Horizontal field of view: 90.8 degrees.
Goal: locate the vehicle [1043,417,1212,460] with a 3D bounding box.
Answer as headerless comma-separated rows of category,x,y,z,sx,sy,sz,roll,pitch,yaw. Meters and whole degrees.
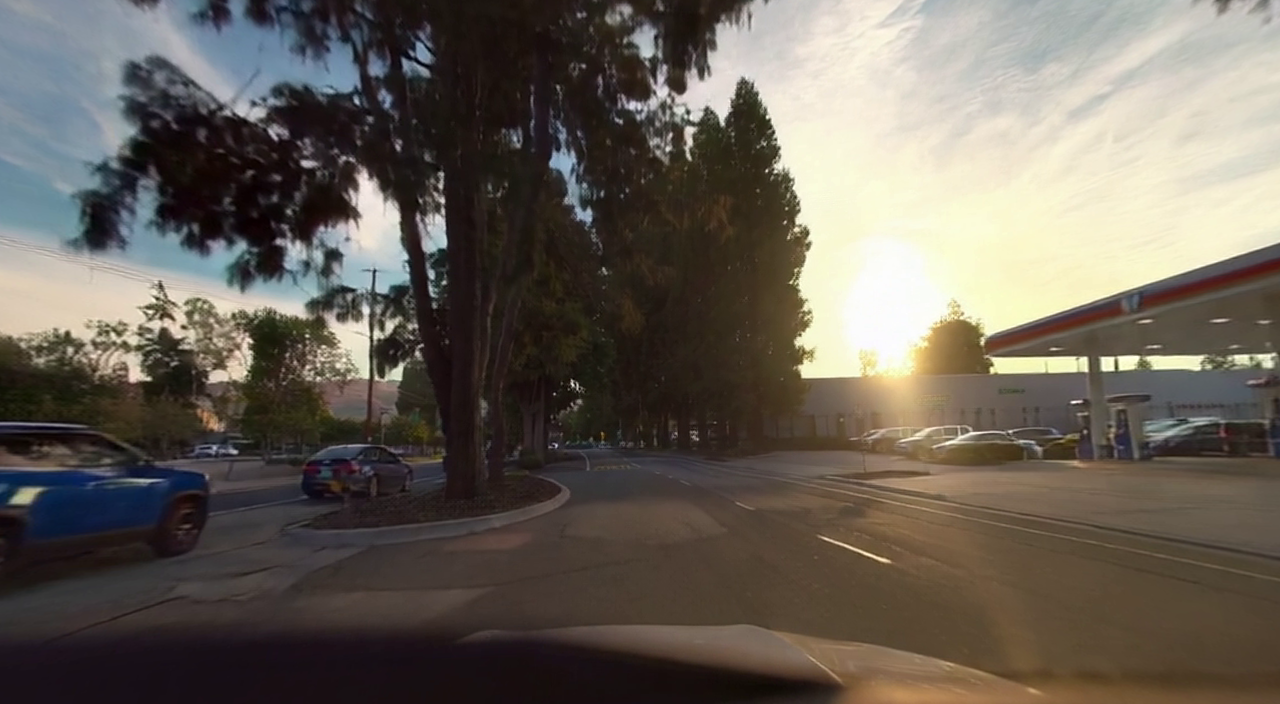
vehicle,19.207,3.445,25.064,4.868,1.610,2.223,0,-9,-2

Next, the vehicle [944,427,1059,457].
vehicle,18.725,4.693,32.856,4.800,1.459,2.051,1,-9,-4

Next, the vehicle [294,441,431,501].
vehicle,-7.554,3.258,17.778,1.982,1.465,4.376,0,-9,-2

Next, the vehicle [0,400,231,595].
vehicle,-6.857,1.494,6.878,1.987,1.747,4.545,0,-9,-4

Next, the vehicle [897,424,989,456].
vehicle,18.015,5.225,37.694,4.422,1.586,1.990,-2,-7,-3
